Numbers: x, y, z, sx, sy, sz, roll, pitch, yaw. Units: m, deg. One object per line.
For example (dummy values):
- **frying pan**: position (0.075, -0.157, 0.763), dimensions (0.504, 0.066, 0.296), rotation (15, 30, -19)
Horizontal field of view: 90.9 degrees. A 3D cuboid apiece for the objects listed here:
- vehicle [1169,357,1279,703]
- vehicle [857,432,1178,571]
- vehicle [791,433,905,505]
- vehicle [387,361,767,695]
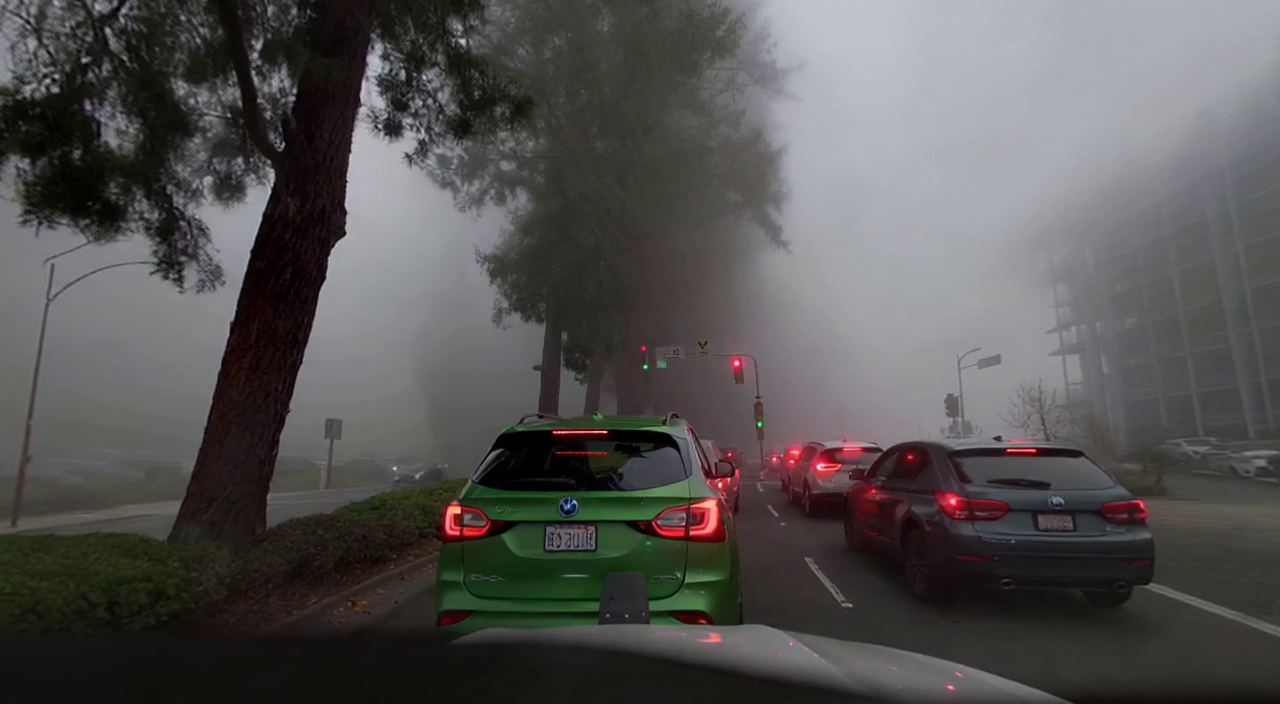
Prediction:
- **vehicle**: position (4.061, 0.605, 1.118), dimensions (1.993, 1.719, 4.953), rotation (0, -8, 1)
- **vehicle**: position (4.889, 1.965, 9.173), dimensions (1.963, 1.480, 4.553), rotation (0, -8, 2)
- **vehicle**: position (5.329, 3.032, 16.731), dimensions (1.994, 1.638, 4.100), rotation (-1, -9, 6)
- **vehicle**: position (-0.209, 1.237, 5.564), dimensions (2.021, 1.742, 4.295), rotation (-1, -8, 4)
